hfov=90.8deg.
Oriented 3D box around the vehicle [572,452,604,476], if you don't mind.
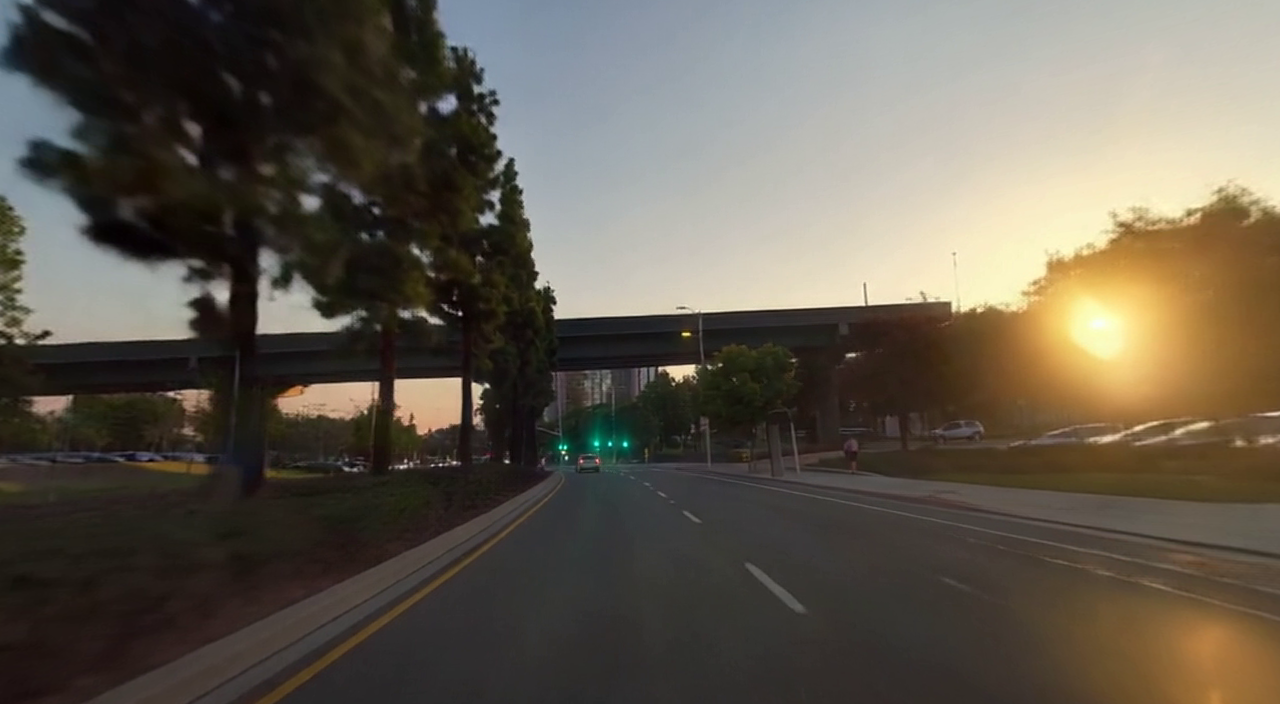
[{"bbox_3d":[-4.092,8.655,49.150,2.184,1.713,4.231,1,-9,-9],"label":"vehicle"}]
